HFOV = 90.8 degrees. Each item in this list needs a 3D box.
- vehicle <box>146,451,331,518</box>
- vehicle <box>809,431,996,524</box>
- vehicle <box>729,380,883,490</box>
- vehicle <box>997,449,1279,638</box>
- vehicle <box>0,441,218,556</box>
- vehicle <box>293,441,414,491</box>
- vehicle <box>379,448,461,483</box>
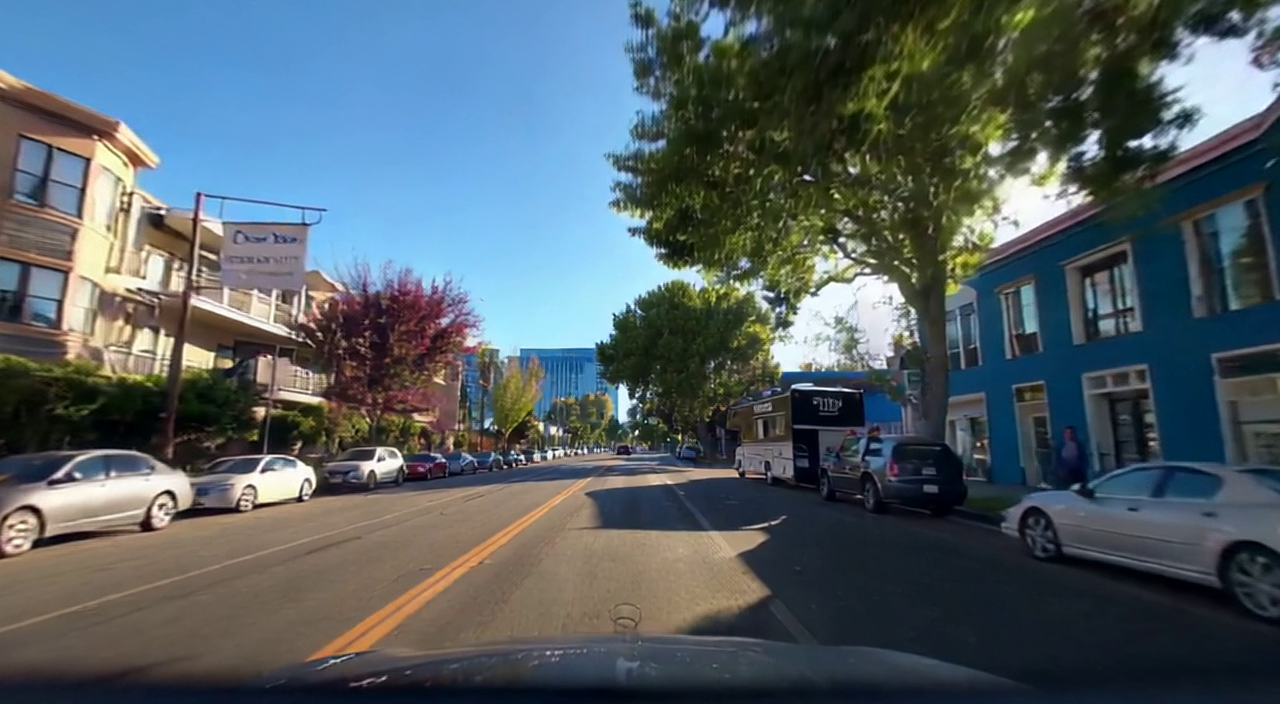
[{"bbox_3d":[-10.038,3.303,16.338,1.802,1.439,4.546,0,-8,0],"label":"vehicle"},{"bbox_3d":[5.895,2.865,15.161,2.154,1.804,5.341,0,-8,0],"label":"vehicle"},{"bbox_3d":[5.960,3.360,25.012,3.102,3.473,9.734,0,-8,-2],"label":"vehicle"},{"bbox_3d":[6.117,1.792,6.649,1.939,1.491,4.521,0,-8,-2],"label":"vehicle"},{"bbox_3d":[-10.033,2.343,10.855,2.230,1.577,4.871,0,-8,-1],"label":"vehicle"},{"bbox_3d":[-10.093,4.045,22.746,2.276,1.597,4.421,0,-8,0],"label":"vehicle"},{"bbox_3d":[-10.105,5.230,29.476,2.078,1.427,4.900,0,-8,0],"label":"vehicle"}]
